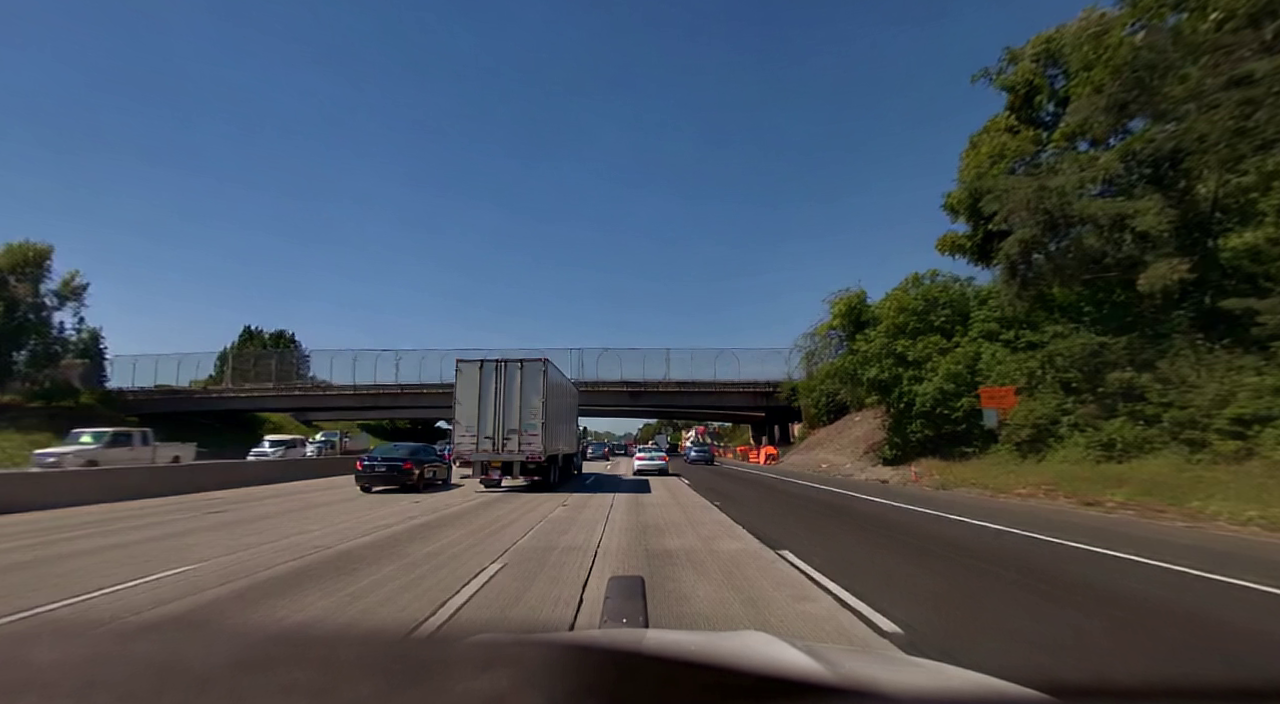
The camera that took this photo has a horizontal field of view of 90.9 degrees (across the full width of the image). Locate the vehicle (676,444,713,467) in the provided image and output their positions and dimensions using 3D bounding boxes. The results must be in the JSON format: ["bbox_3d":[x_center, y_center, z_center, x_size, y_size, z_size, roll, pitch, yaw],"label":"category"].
[{"bbox_3d":[3.641,6.966,42.796,2.003,1.465,4.092,0,-8,-2],"label":"vehicle"}]

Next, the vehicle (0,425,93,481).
[{"bbox_3d":[-39.426,6.349,39.890,2.798,3.290,7.345,0,-8,1],"label":"vehicle"}]

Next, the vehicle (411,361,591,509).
[{"bbox_3d":[-3.517,2.641,19.615,3.075,3.276,11.073,0,-8,0],"label":"vehicle"}]

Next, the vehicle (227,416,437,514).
[{"bbox_3d":[-7.372,2.791,16.163,2.309,2.007,5.974,0,-8,1],"label":"vehicle"}]

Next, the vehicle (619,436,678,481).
[{"bbox_3d":[0.293,4.422,26.470,2.270,1.696,4.061,0,-8,-1],"label":"vehicle"}]
